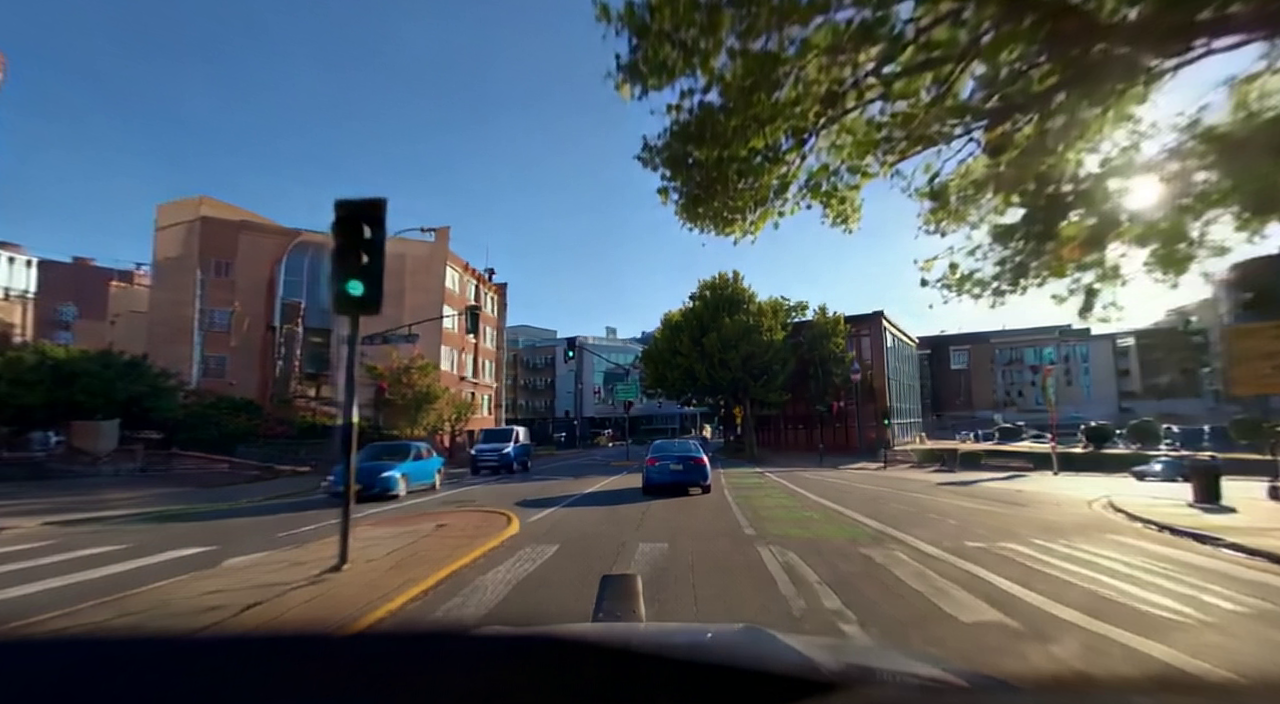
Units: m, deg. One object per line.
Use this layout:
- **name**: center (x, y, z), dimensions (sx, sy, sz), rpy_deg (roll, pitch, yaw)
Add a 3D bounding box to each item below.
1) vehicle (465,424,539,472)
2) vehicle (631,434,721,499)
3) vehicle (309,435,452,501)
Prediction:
- **vehicle**: center (-6.355, 4.455, 29.574), dimensions (2.310, 2.045, 4.763), rpy_deg (0, -8, 1)
- **vehicle**: center (0.897, 2.775, 15.807), dimensions (1.950, 1.401, 4.159), rpy_deg (0, -8, 3)
- **vehicle**: center (-6.683, 2.979, 16.796), dimensions (1.884, 1.509, 4.416), rpy_deg (0, -8, 1)
